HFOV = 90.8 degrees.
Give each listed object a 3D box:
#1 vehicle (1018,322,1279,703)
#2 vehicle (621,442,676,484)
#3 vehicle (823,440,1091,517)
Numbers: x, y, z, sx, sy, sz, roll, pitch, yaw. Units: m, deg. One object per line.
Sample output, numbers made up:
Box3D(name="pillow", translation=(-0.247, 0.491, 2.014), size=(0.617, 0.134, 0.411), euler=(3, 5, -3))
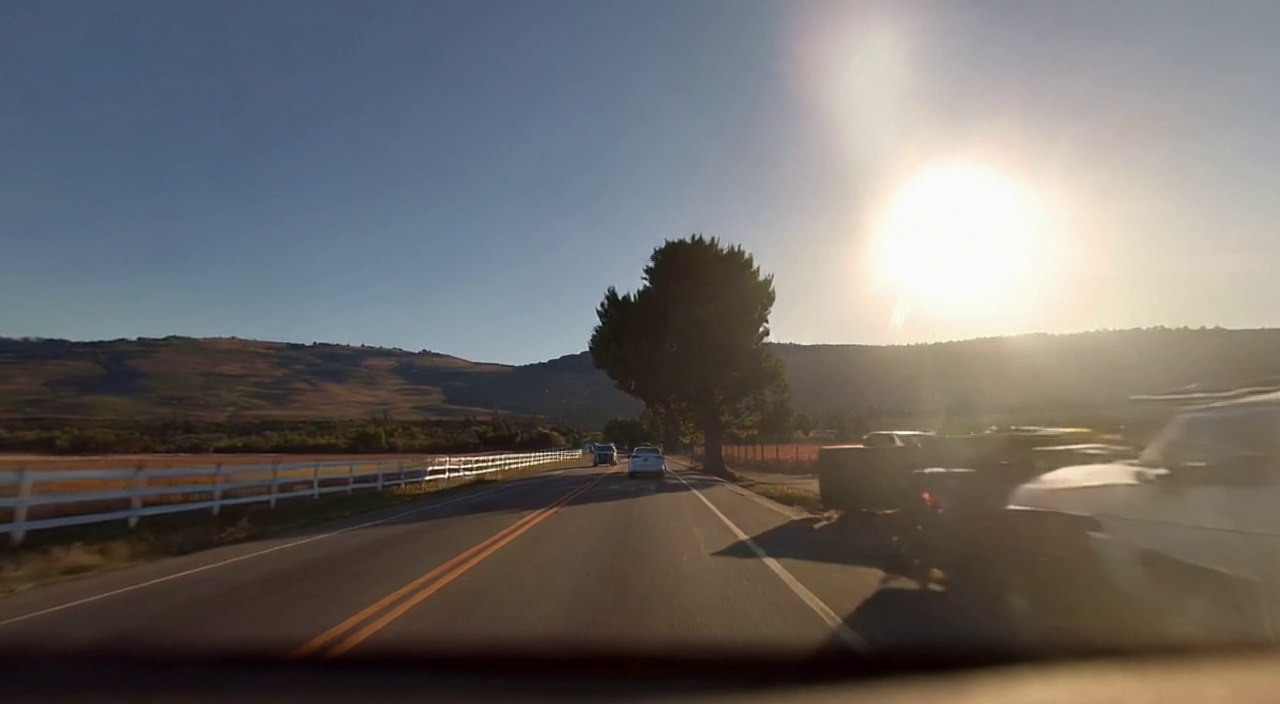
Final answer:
Box3D(name="vehicle", translation=(4.392, 0.801, 2.908), size=(2.348, 1.969, 5.269), euler=(-1, -9, 5))
Box3D(name="vehicle", translation=(0.351, 4.717, 27.103), size=(2.158, 1.669, 4.006), euler=(0, -9, 1))
Box3D(name="vehicle", translation=(6.826, 2.767, 14.239), size=(4.979, 1.503, 2.010), euler=(-3, -9, 20))
